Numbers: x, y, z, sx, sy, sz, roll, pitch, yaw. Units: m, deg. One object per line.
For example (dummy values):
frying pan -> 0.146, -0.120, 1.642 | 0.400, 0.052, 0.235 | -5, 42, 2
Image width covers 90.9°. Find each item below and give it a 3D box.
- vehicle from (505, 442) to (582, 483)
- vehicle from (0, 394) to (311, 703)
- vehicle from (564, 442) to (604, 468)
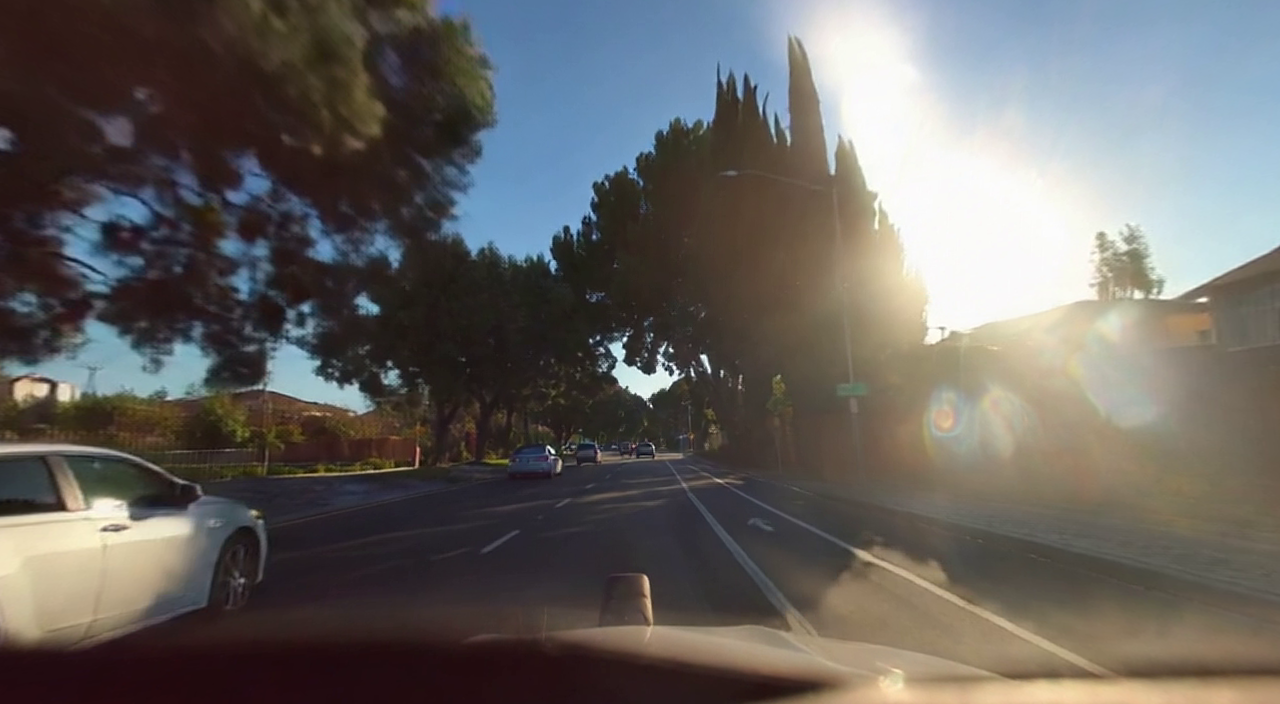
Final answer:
vehicle -> -3.733, 4.371, 25.289 | 2.188, 1.473, 4.651 | 0, -8, 2
vehicle -> -4.061, 0.997, 3.078 | 2.190, 1.545, 4.943 | 0, -8, 1
vehicle -> -3.553, 6.609, 40.584 | 2.110, 1.529, 4.743 | 0, -8, 1
